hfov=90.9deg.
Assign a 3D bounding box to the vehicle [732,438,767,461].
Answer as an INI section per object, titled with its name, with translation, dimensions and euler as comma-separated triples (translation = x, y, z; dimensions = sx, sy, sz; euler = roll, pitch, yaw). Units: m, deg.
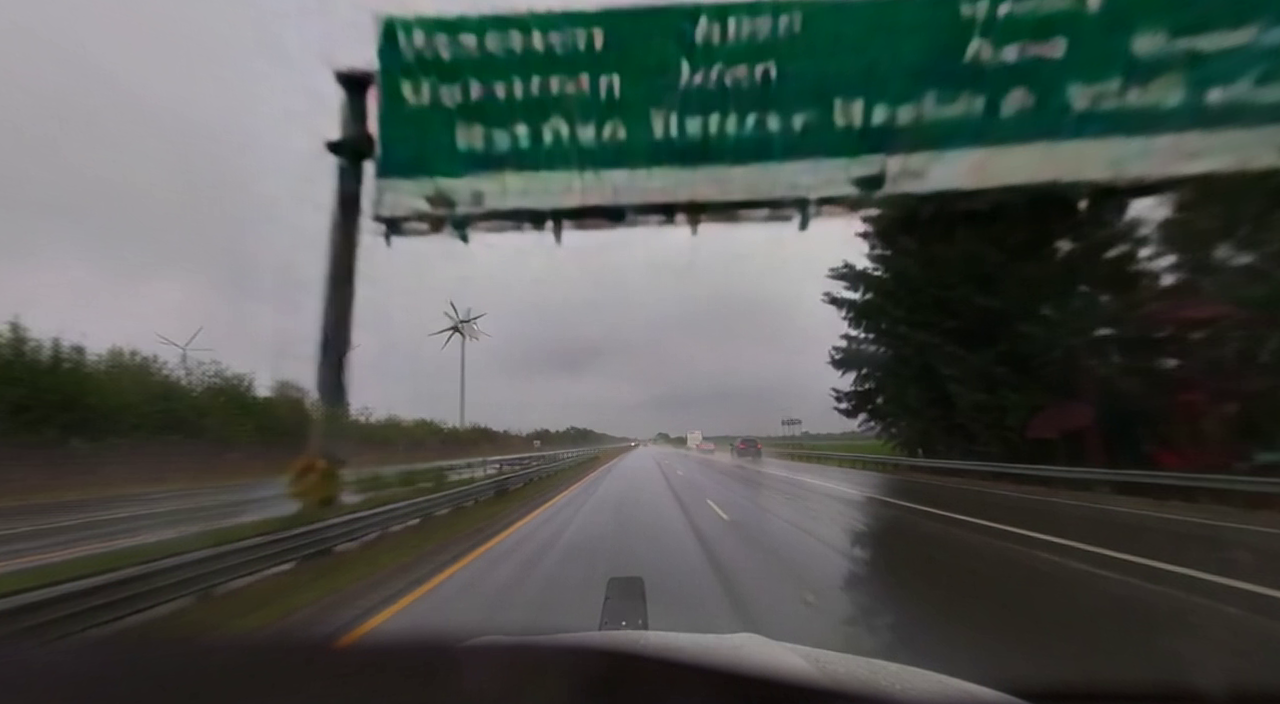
[vehicle]
translation = 8.493, 7.635, 49.349
dimensions = 1.897, 1.669, 4.825
euler = 0, -9, 0
